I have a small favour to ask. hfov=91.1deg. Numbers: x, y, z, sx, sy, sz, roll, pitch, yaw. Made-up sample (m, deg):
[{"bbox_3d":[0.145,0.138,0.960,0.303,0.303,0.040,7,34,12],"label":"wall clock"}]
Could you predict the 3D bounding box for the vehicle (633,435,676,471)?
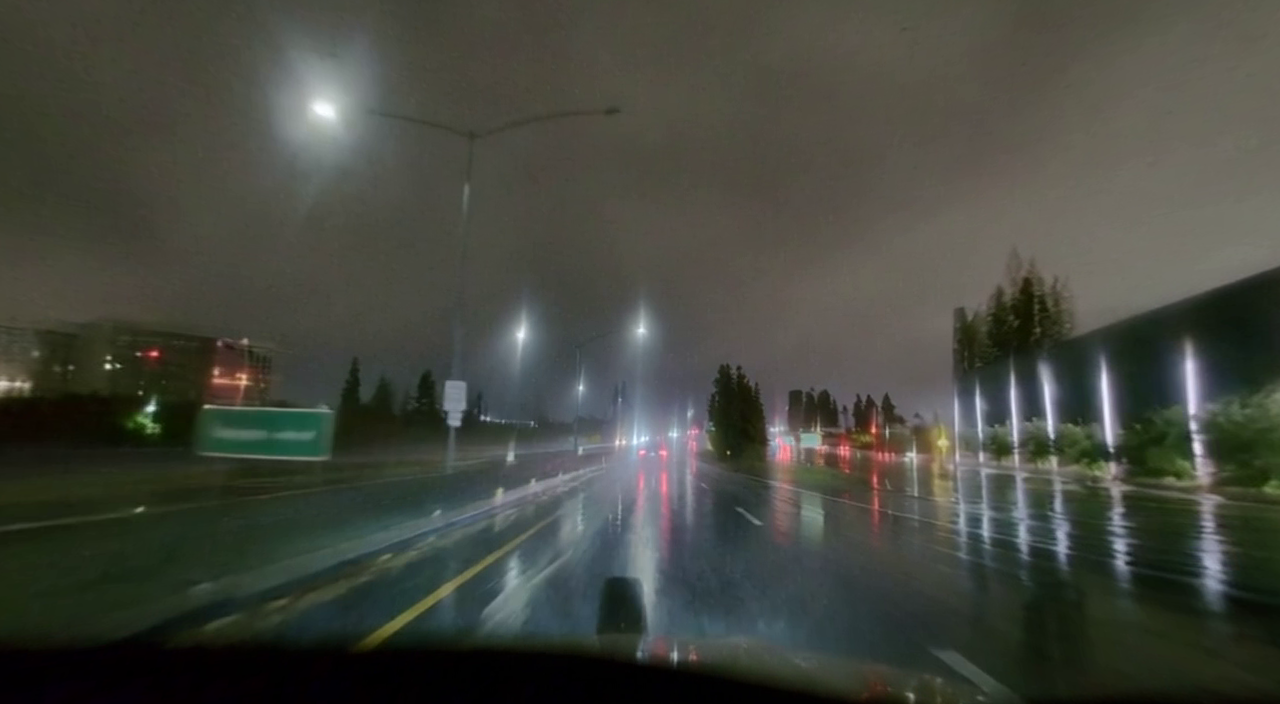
[{"bbox_3d":[0.983,6.484,40.476,2.546,2.126,5.153,0,-8,3],"label":"vehicle"}]
